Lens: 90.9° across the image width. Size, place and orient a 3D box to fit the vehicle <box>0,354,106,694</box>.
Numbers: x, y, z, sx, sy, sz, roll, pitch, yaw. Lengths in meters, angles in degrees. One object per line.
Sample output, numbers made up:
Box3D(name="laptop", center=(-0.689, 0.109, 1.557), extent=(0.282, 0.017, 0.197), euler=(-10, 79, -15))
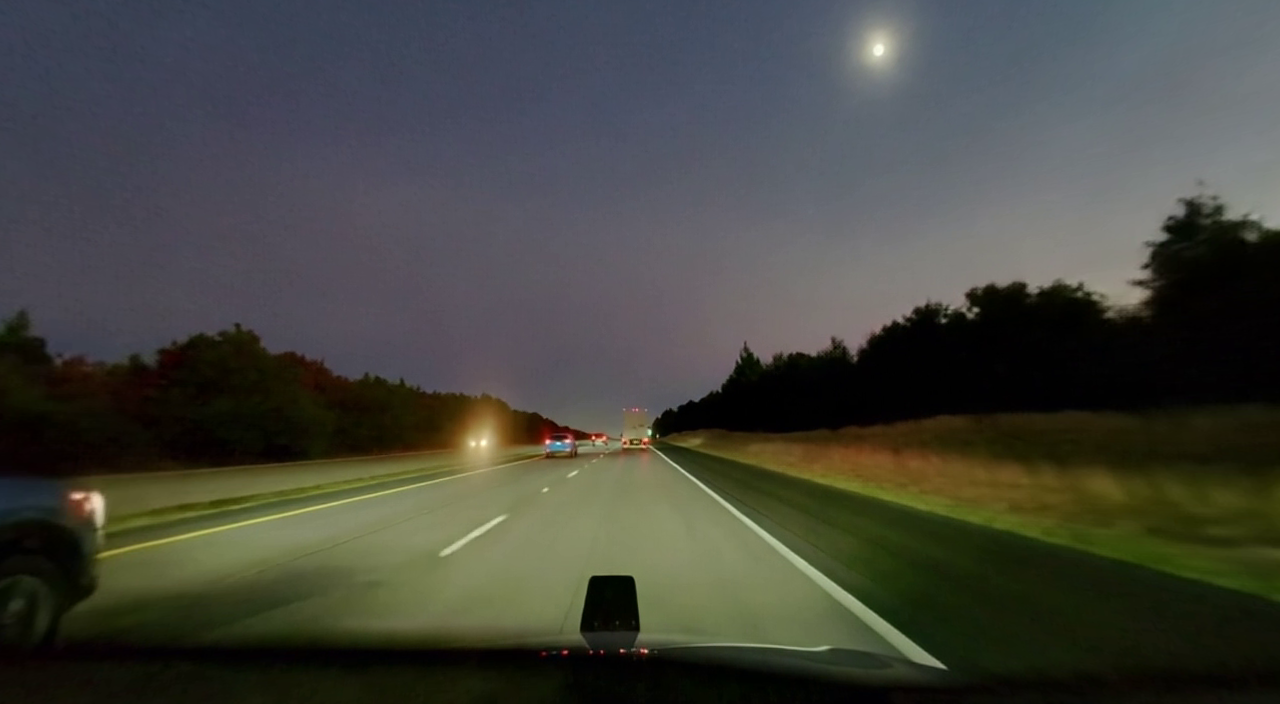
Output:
Box3D(name="vehicle", center=(-4.134, 0.626, 1.458), extent=(2.045, 1.655, 4.301), euler=(0, -8, -1))

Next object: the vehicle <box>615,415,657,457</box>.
Box3D(name="vehicle", center=(-0.275, 5.476, 40.845), extent=(2.526, 2.531, 5.026), euler=(0, -8, -1))

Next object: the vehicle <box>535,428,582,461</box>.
Box3D(name="vehicle", center=(-4.512, 5.163, 35.398), extent=(2.049, 1.726, 4.291), euler=(0, -8, 0))
